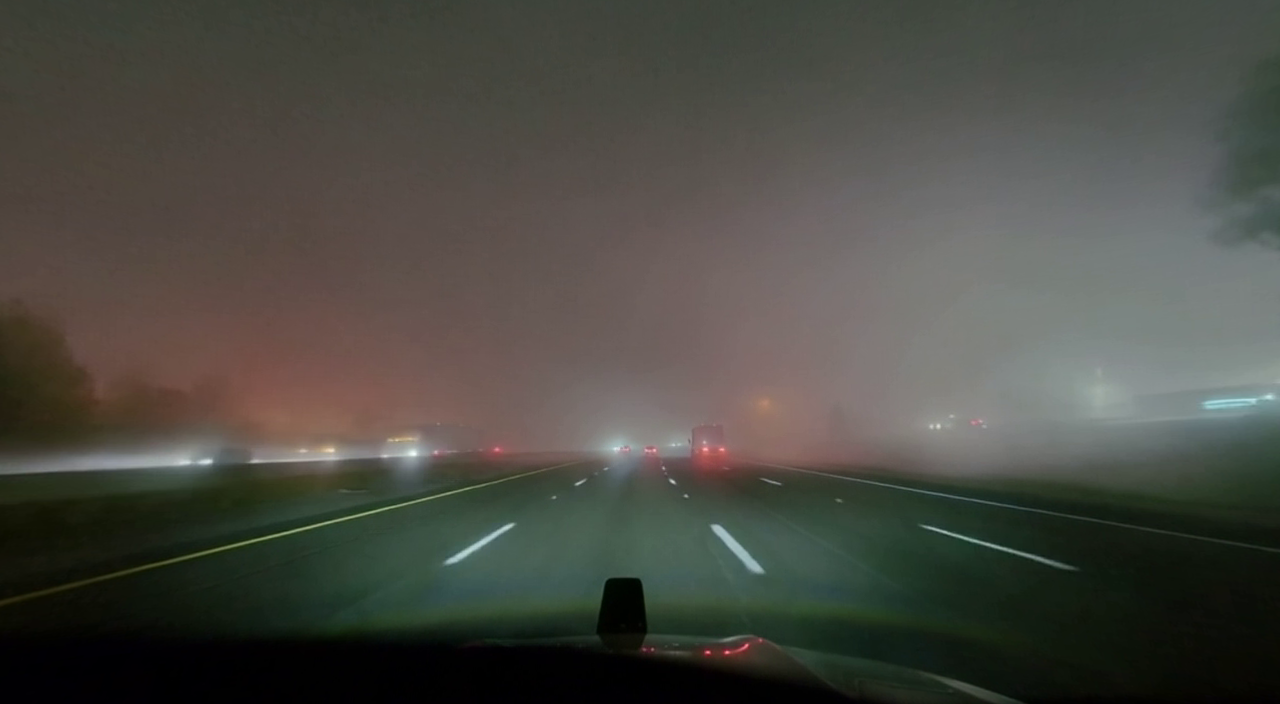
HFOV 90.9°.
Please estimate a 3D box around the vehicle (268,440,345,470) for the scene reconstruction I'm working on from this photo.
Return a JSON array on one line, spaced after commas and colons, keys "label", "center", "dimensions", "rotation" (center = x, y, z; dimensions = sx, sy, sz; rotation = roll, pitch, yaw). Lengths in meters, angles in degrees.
[{"label": "vehicle", "center": [-24.246, 7.502, 46.152], "dimensions": [2.483, 2.062, 5.625], "rotation": [0, -9, 0]}]
